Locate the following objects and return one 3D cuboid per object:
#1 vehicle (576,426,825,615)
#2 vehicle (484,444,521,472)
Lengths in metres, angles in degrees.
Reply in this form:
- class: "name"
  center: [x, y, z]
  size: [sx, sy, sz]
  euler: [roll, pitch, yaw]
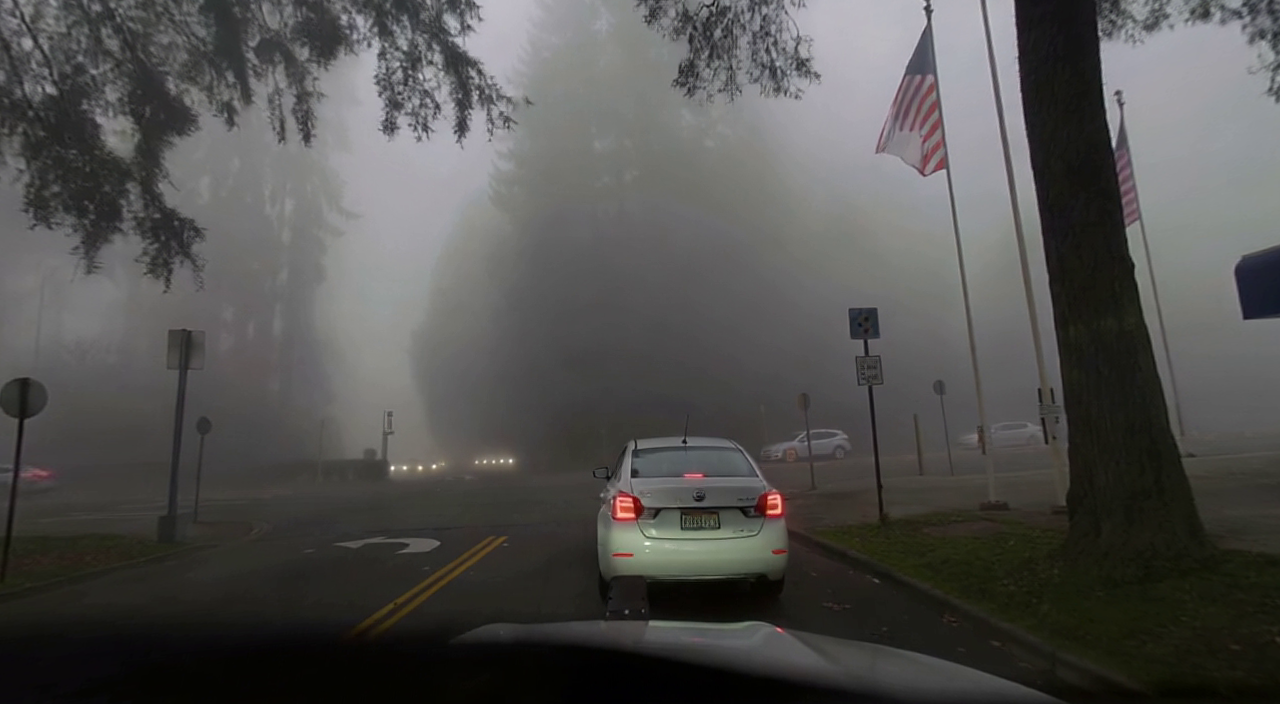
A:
- class: "vehicle"
  center: [0.386, 1.620, 6.892]
  size: [1.985, 1.463, 3.647]
  euler: [0, -9, -3]
- class: "vehicle"
  center: [-10.234, 7.880, 47.173]
  size: [2.212, 1.948, 4.537]
  euler: [1, -9, -6]
